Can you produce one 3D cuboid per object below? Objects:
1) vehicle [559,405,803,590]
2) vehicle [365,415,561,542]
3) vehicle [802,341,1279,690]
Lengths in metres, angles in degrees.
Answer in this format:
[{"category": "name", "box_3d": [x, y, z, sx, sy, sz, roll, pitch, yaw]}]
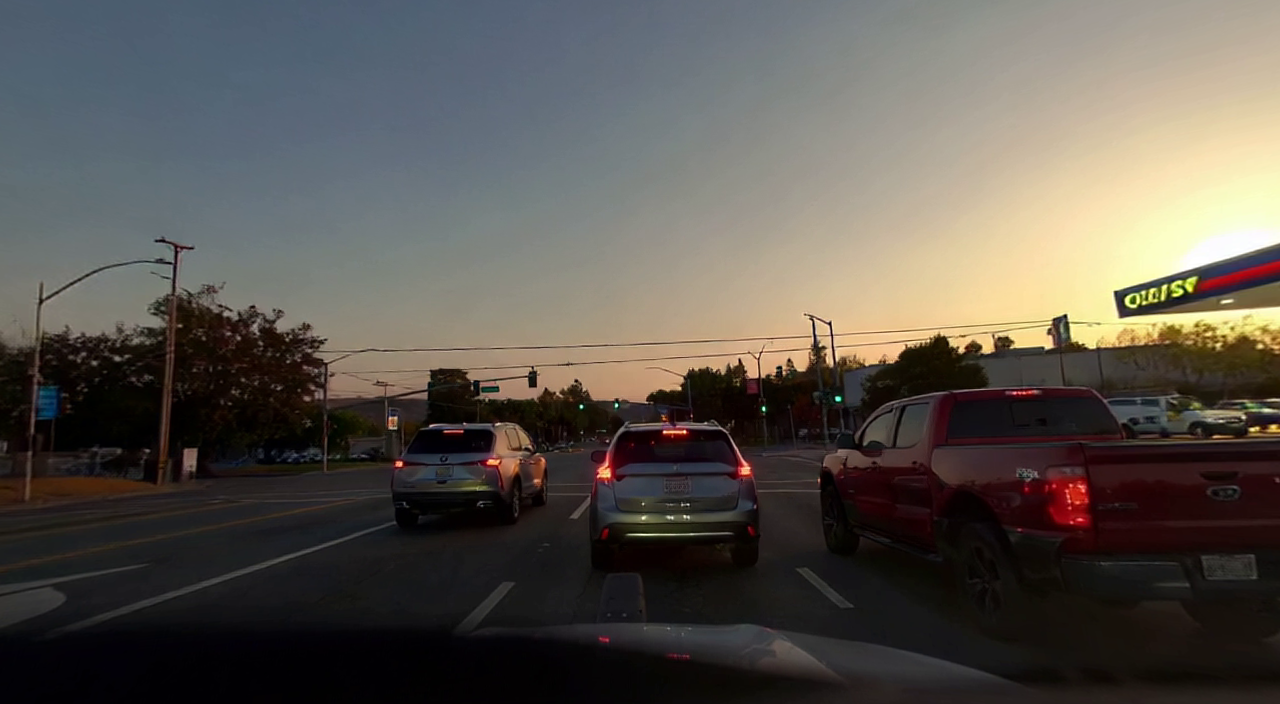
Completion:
[{"category": "vehicle", "box_3d": [0.353, 1.612, 7.774, 2.181, 1.650, 4.083, 0, -8, 0]}, {"category": "vehicle", "box_3d": [-2.717, 2.059, 10.892, 2.019, 1.731, 4.299, 0, -8, 1]}, {"category": "vehicle", "box_3d": [3.404, 1.255, 6.113, 2.161, 1.868, 5.321, 0, -8, -1]}]
